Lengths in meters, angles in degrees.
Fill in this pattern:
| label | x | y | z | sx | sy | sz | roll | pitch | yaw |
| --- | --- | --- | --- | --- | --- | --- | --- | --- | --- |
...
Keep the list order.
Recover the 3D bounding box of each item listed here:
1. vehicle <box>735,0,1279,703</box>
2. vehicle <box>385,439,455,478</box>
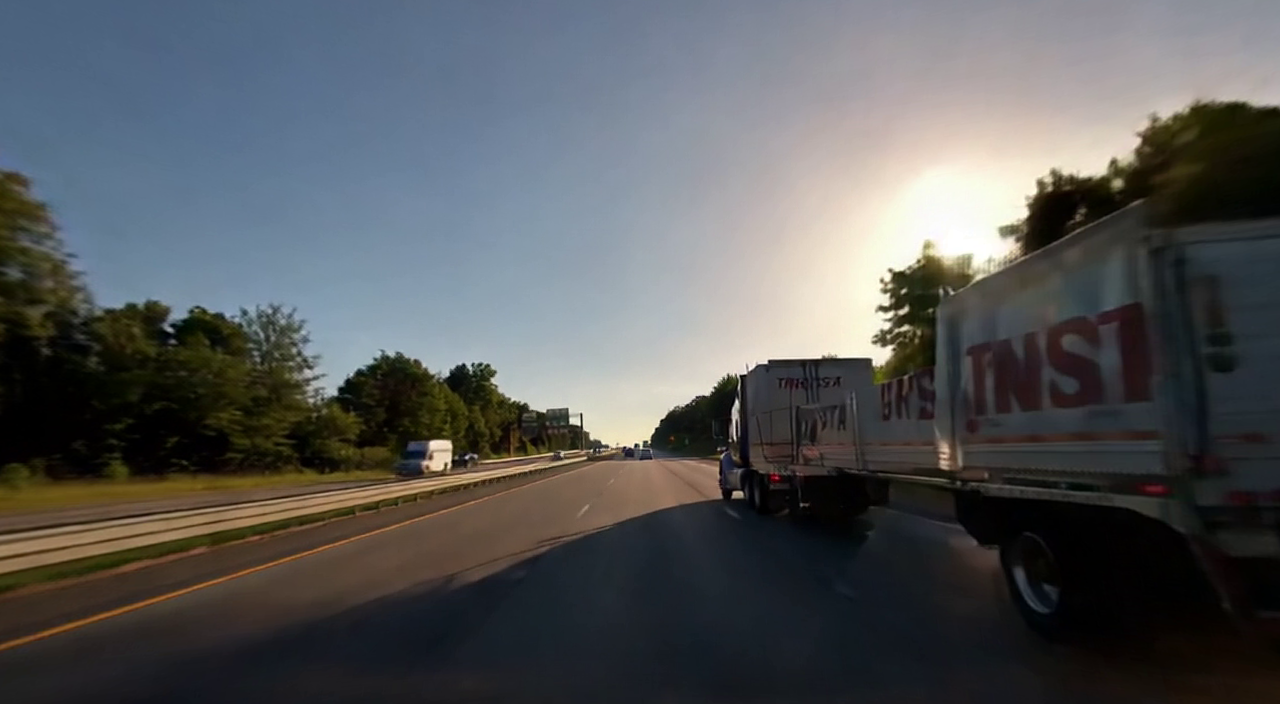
| label | x | y | z | sx | sy | sz | roll | pitch | yaw |
| --- | --- | --- | --- | --- | --- | --- | --- | --- | --- |
| vehicle | 4.080 | 0.723 | 9.642 | 2.947 | 4.020 | 14.220 | 0 | -9 | 0 |
| vehicle | -15.000 | 7.319 | 43.525 | 2.441 | 2.500 | 6.307 | 0 | -9 | 1 |
